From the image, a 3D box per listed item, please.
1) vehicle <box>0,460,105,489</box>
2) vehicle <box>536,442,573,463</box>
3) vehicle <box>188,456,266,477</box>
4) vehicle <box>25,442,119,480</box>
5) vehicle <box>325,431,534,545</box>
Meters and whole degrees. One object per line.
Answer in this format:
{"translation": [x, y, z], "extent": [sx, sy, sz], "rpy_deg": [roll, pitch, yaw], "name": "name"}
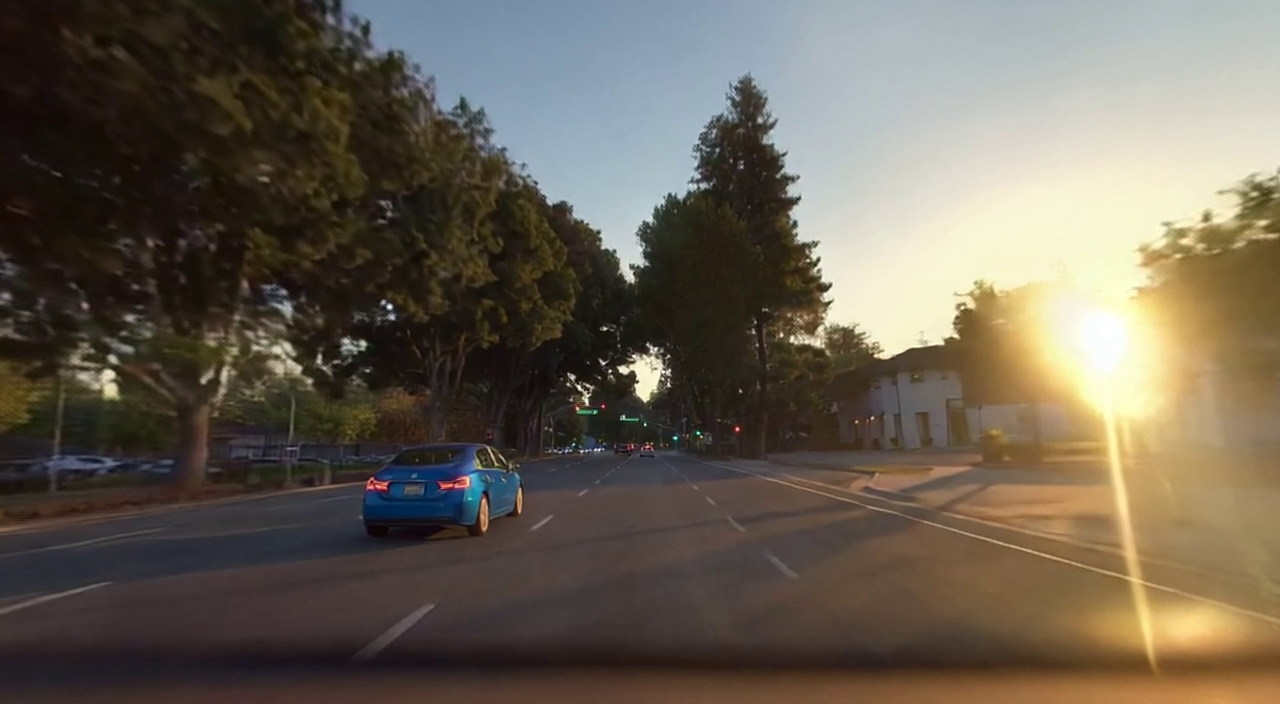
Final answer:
{"translation": [-31.078, 6.371, 32.840], "extent": [4.737, 1.375, 1.926], "rpy_deg": [0, -8, 4], "name": "vehicle"}
{"translation": [-6.356, 7.535, 47.335], "extent": [2.027, 1.501, 4.707], "rpy_deg": [0, -8, 1], "name": "vehicle"}
{"translation": [-30.693, 8.514, 46.931], "extent": [4.424, 1.535, 1.948], "rpy_deg": [0, -9, 0], "name": "vehicle"}
{"translation": [-43.932, 8.388, 48.962], "extent": [2.334, 2.713, 5.251], "rpy_deg": [0, -7, 0], "name": "vehicle"}
{"translation": [-3.163, 2.130, 10.590], "extent": [1.924, 1.480, 4.421], "rpy_deg": [0, -8, 1], "name": "vehicle"}
